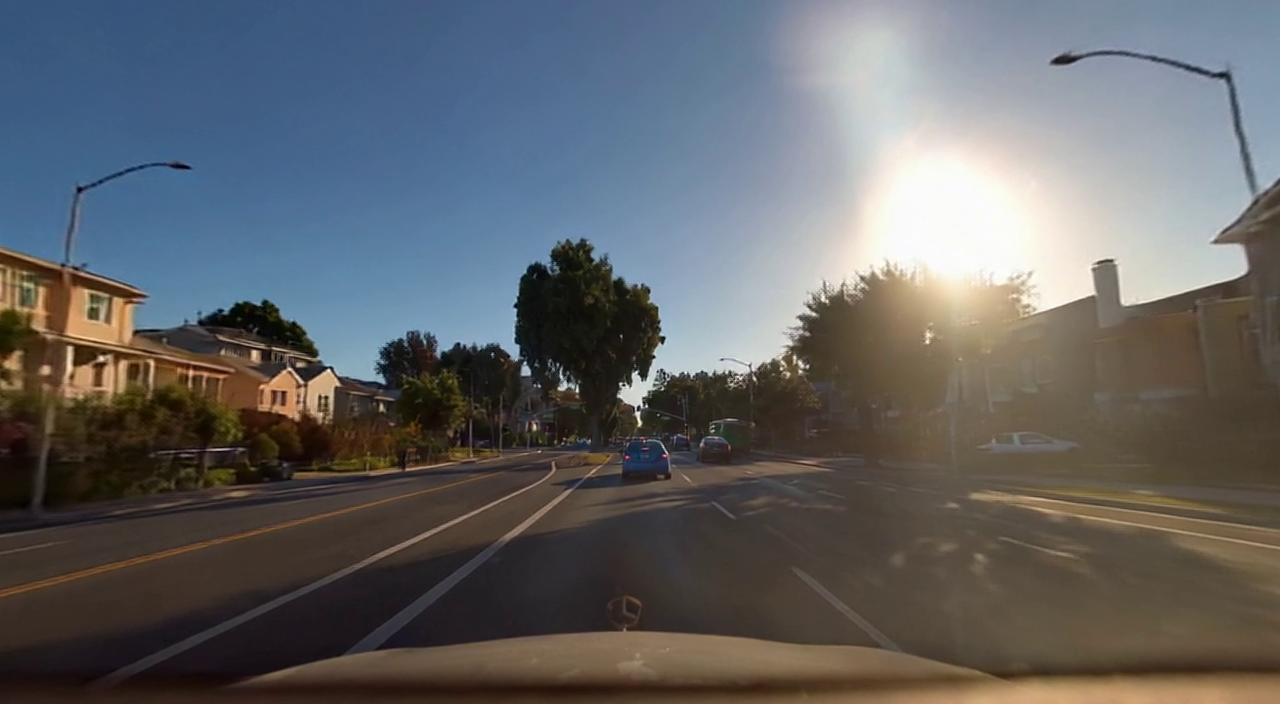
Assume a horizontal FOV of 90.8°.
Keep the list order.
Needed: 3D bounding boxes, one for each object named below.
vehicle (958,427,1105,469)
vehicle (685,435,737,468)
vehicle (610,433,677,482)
[{"bbox_3d":[15.213,3.744,24.705,4.456,1.520,1.911,0,-9,-2],"label":"vehicle"},{"bbox_3d":[3.547,5.115,32.565,2.161,1.519,4.568,0,-9,0],"label":"vehicle"},{"bbox_3d":[0.087,3.601,21.693,2.093,1.497,4.010,0,-9,-1],"label":"vehicle"}]
